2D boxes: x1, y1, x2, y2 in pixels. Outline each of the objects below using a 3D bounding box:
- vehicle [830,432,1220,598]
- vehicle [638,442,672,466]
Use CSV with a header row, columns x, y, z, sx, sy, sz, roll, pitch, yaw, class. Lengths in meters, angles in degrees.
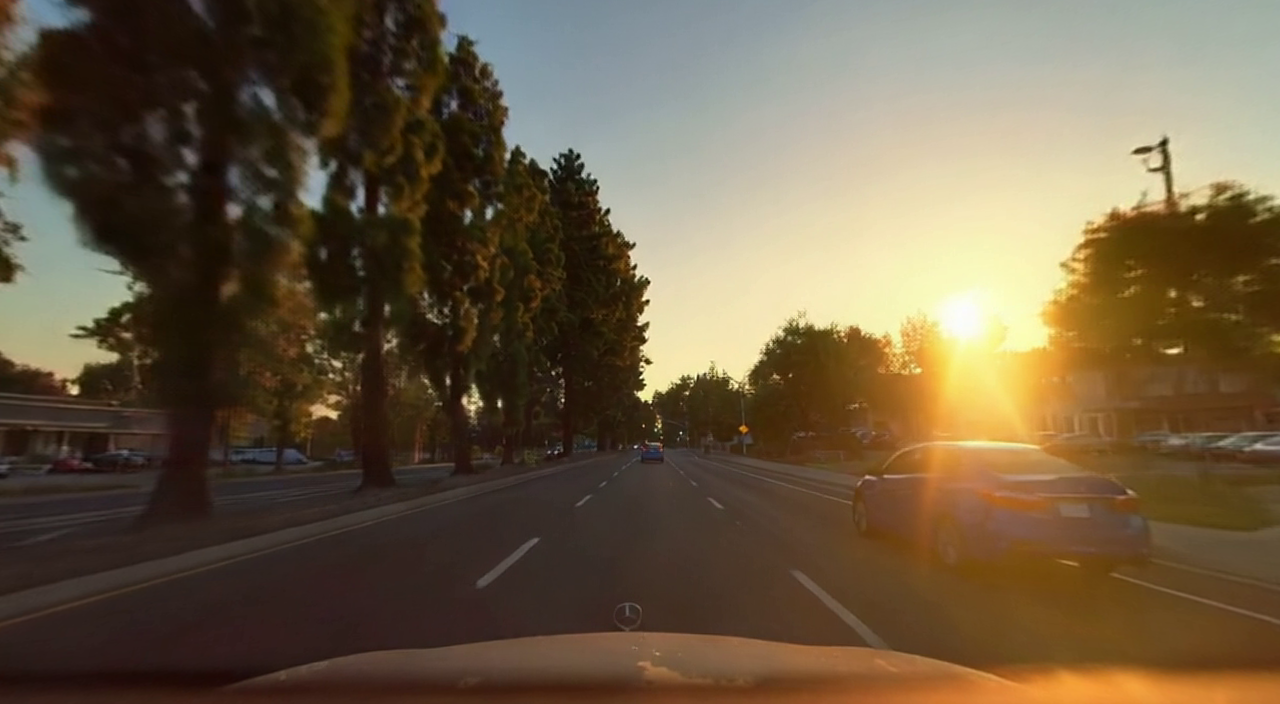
x,y,z,sx,sy,sz,roll,pitch,yaw,class
4.197,1.821,8.040,2.053,1.482,4.568,0,-9,-1,vehicle
0.977,6.782,41.835,2.144,1.505,4.128,0,-8,0,vehicle
